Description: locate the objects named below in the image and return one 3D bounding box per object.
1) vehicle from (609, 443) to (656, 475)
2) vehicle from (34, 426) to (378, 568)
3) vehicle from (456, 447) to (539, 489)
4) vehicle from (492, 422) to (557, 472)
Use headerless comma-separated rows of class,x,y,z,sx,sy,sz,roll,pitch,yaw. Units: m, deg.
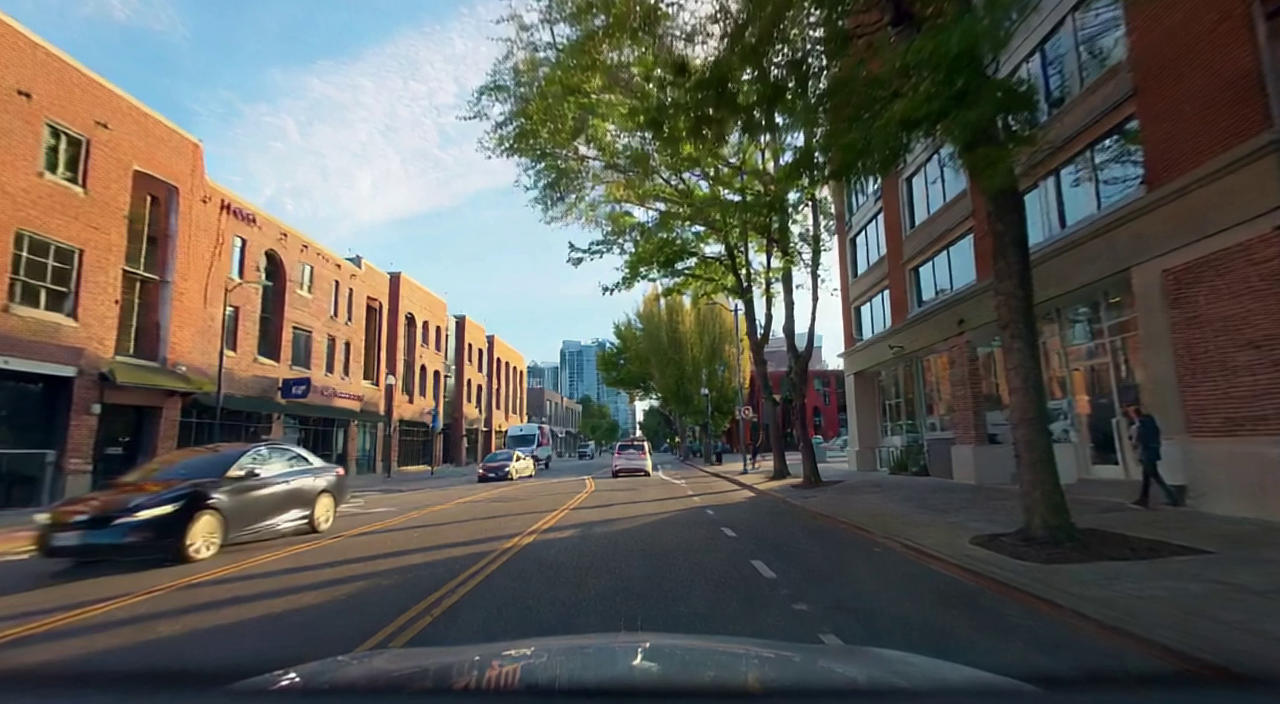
vehicle,-0.362,5.759,34.209,2.356,1.572,4.810,0,-9,0
vehicle,-6.125,2.063,9.778,2.100,1.678,4.298,-1,-9,3
vehicle,-5.541,4.559,25.193,2.039,1.484,4.391,-1,-9,4
vehicle,-7.513,6.328,42.109,2.754,3.065,7.103,0,-9,2
